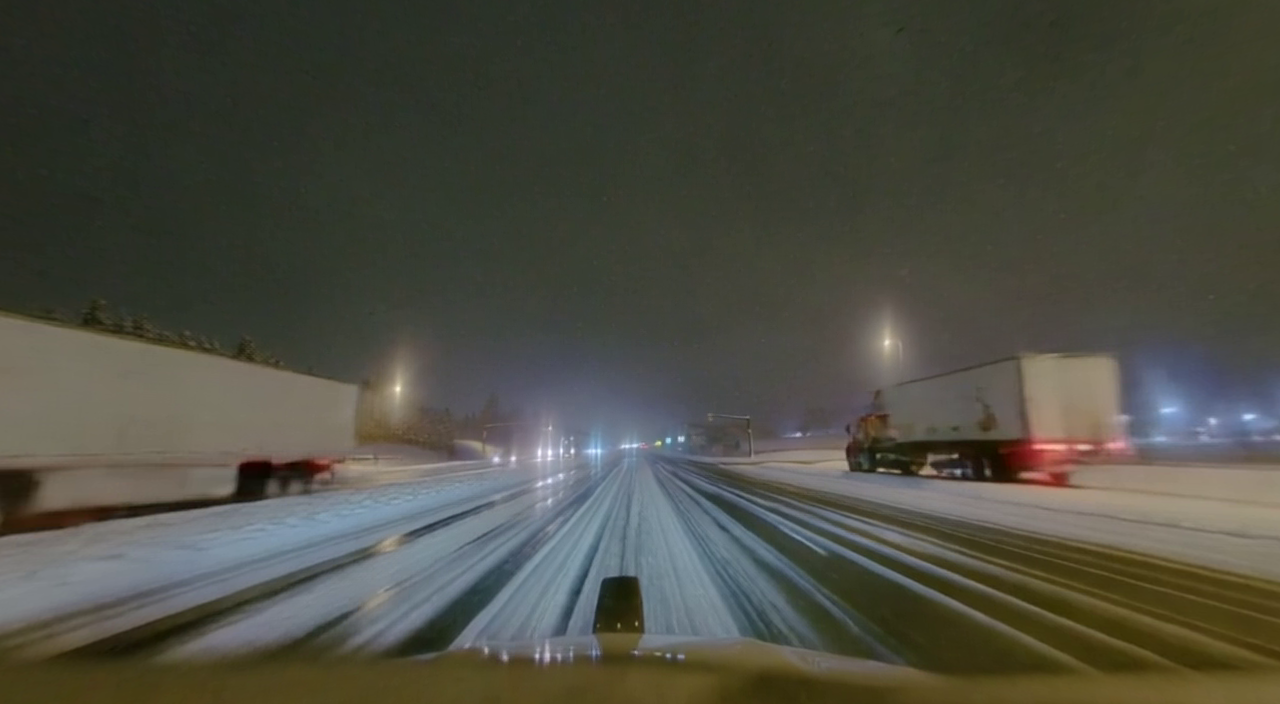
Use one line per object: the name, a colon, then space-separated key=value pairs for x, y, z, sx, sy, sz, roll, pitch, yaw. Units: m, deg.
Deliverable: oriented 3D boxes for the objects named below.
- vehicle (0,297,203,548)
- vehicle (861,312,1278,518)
vehicle: x=-11.490 y=0.941 z=8.701 sx=3.029 sy=3.881 sz=10.922 roll=0 pitch=-9 yaw=-1
vehicle: x=10.888 y=2.260 z=19.359 sx=2.911 sy=4.067 sz=13.916 roll=0 pitch=-9 yaw=0
